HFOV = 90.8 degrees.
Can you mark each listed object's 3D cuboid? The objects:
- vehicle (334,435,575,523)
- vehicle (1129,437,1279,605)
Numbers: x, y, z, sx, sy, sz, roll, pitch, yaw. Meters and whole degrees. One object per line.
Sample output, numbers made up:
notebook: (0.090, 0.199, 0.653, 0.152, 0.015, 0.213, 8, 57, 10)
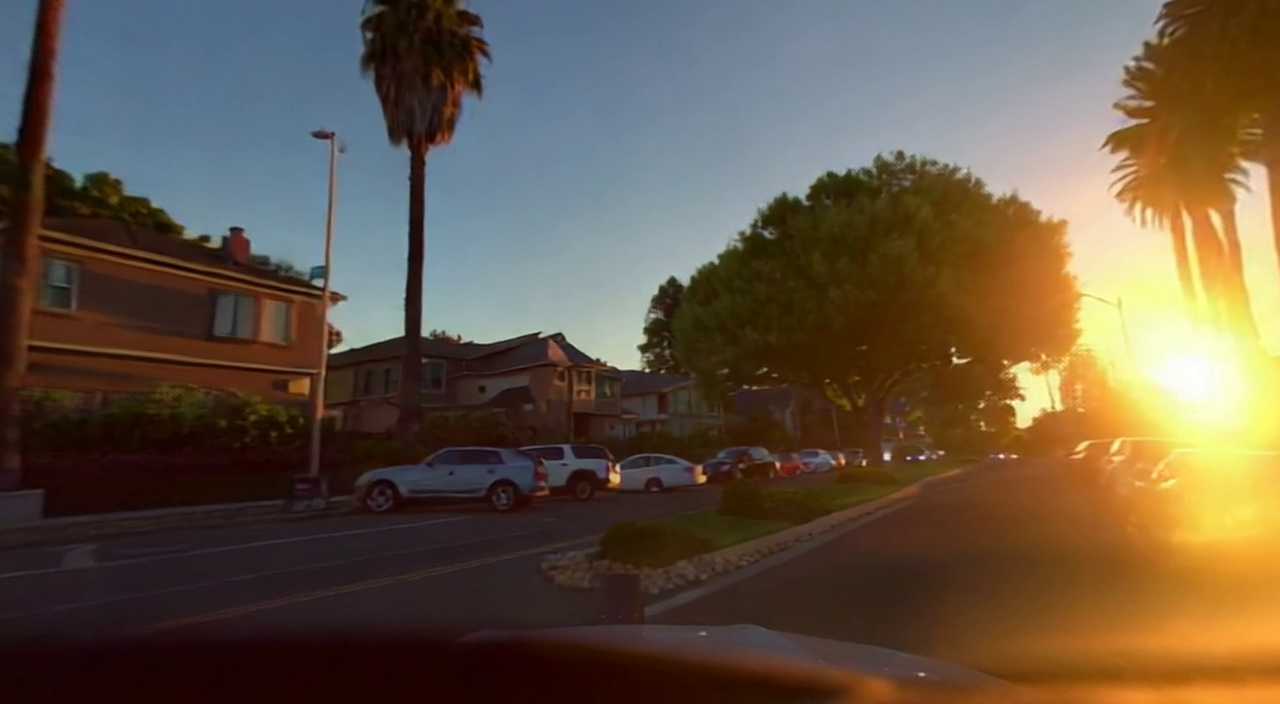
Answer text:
vehicle: (-4.123, 2.803, 14.348, 4.866, 1.752, 1.998, -3, -8, 14)
vehicle: (7.303, 1.772, 7.492, 2.001, 1.461, 4.492, -6, -9, 34)
